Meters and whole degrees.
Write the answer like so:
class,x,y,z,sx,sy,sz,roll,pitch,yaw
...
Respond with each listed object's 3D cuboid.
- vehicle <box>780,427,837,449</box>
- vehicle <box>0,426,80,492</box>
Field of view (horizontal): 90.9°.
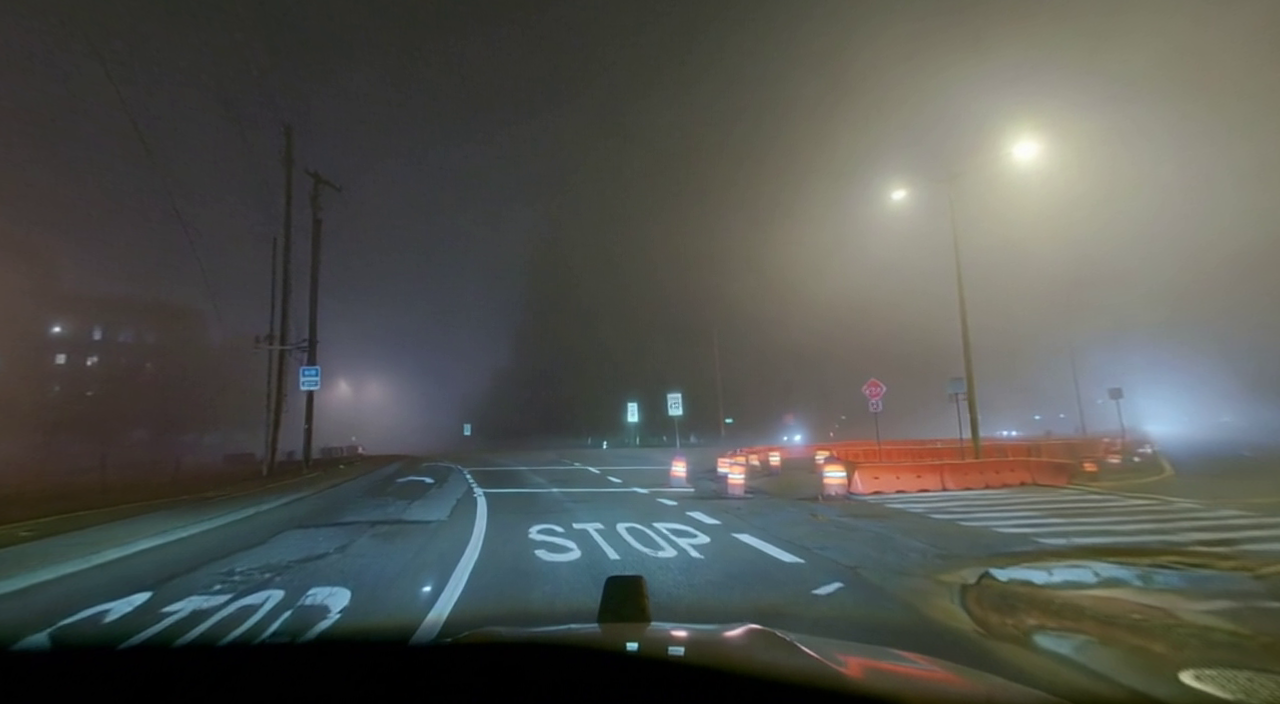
class,x,y,z,sx,sy,sz,roll,pitch,yaw
vehicle,13.374,6.827,49.963,4.302,1.628,1.957,5,-10,-33
vehicle,-18.230,3.126,18.667,2.159,1.734,4.292,8,-12,-43
